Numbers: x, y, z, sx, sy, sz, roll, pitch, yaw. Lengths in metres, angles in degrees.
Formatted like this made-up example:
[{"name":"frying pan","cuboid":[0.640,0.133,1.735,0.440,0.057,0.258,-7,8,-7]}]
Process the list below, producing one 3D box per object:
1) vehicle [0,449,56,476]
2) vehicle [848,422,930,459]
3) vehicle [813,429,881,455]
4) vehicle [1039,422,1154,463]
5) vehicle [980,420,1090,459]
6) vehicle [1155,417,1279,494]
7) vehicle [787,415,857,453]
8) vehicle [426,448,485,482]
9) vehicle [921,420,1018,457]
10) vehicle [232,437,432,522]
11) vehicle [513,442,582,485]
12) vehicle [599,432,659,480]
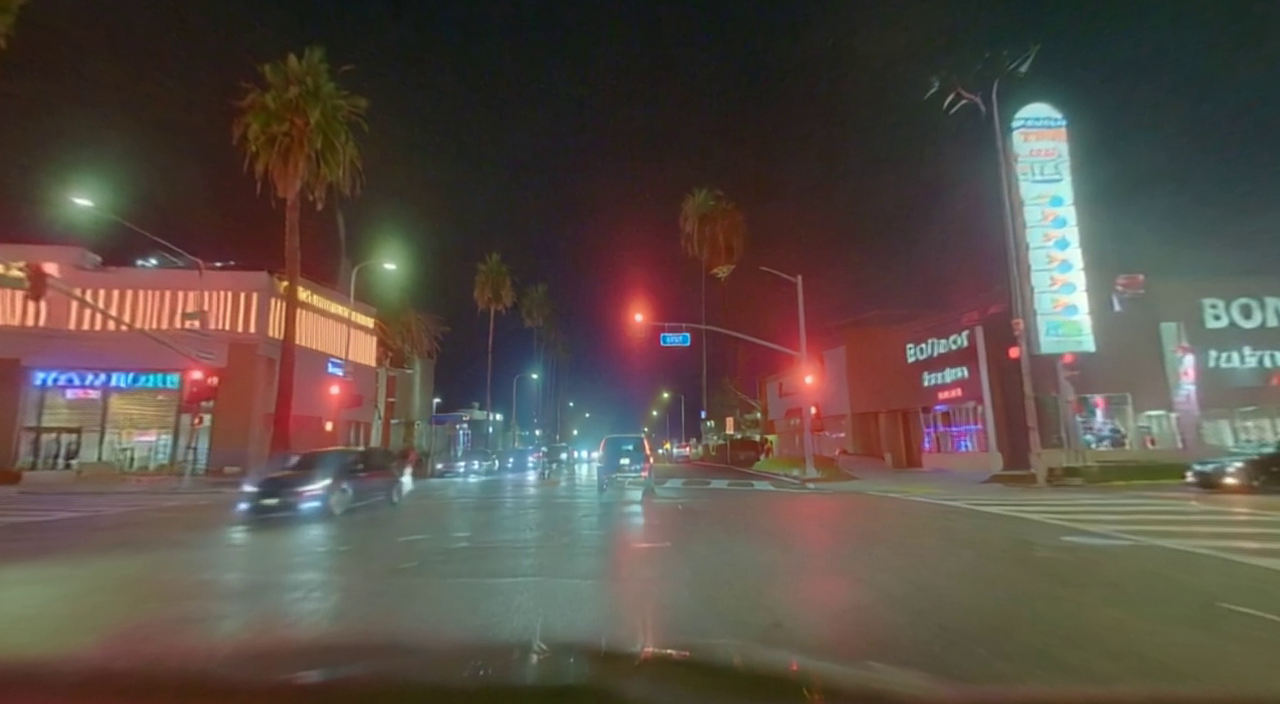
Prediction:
[{"name":"vehicle","cuboid":[-40.413,7.202,40.825,1.615,1.455,3.501,-8,-5,27]},{"name":"vehicle","cuboid":[11.562,4.188,29.671,1.899,1.550,4.531,-1,-9,-1]},{"name":"vehicle","cuboid":[11.486,5.075,35.356,2.598,1.299,3.611,-1,-10,0]},{"name":"vehicle","cuboid":[19.363,3.818,27.048,1.865,1.473,3.989,1,-5,-3]},{"name":"vehicle","cuboid":[16.789,3.771,27.143,1.850,1.509,4.297,0,-9,-1]},{"name":"vehicle","cuboid":[15.962,2.514,15.564,4.583,1.741,2.117,-1,-9,1]},{"name":"vehicle","cuboid":[11.448,5.300,40.222,2.652,2.045,5.359,-3,-9,-1]},{"name":"vehicle","cuboid":[-9.331,5.734,32.269,1.866,1.541,3.953,-2,-9,0]},{"name":"vehicle","cuboid":[14.258,3.833,27.664,1.797,1.443,4.451,-1,-9,-1]},{"name":"vehicle","cuboid":[-6.373,2.688,13.863,2.032,1.508,4.661,0,-9,0]},{"name":"vehicle","cuboid":[-3.450,4.251,24.411,1.921,1.491,4.332,0,-9,1]},{"name":"vehicle","cuboid":[-0.477,4.316,26.280,2.264,1.798,4.531,0,-9,-1]}]
